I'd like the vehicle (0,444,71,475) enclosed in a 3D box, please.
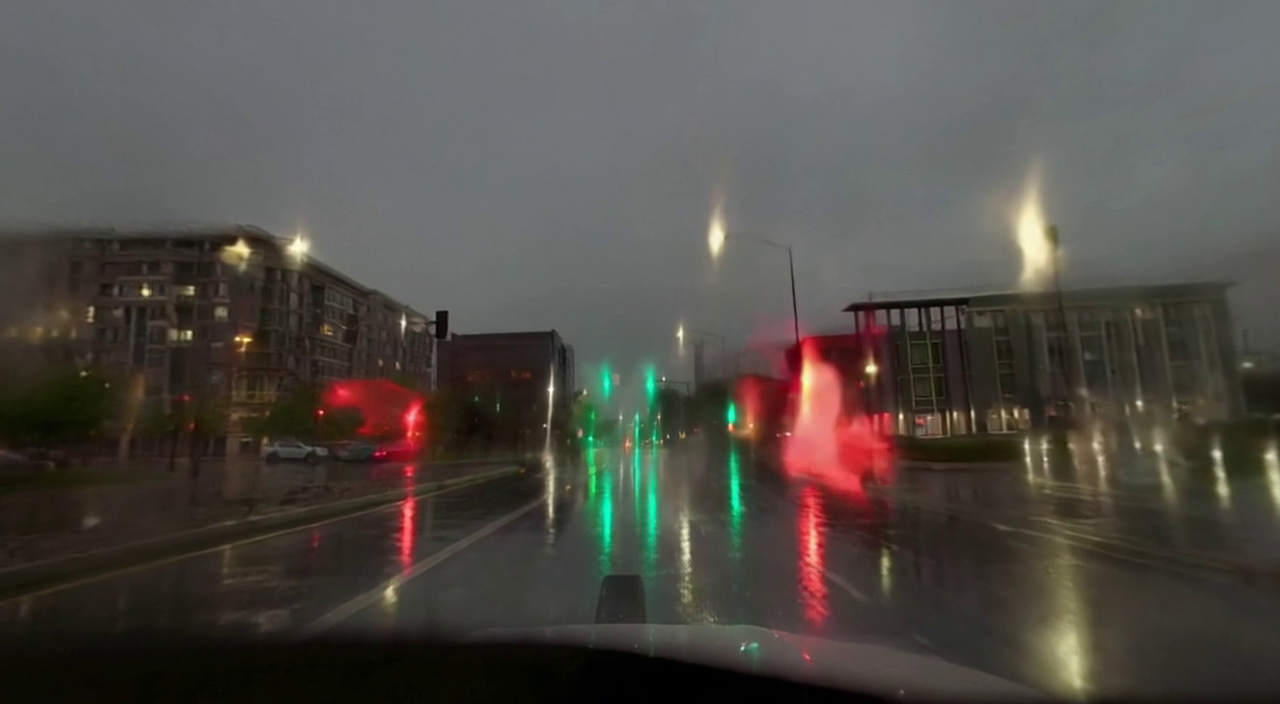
[{"bbox_3d":[-32.144,5.433,32.063,1.852,1.485,4.683,0,-9,1],"label":"vehicle"}]
